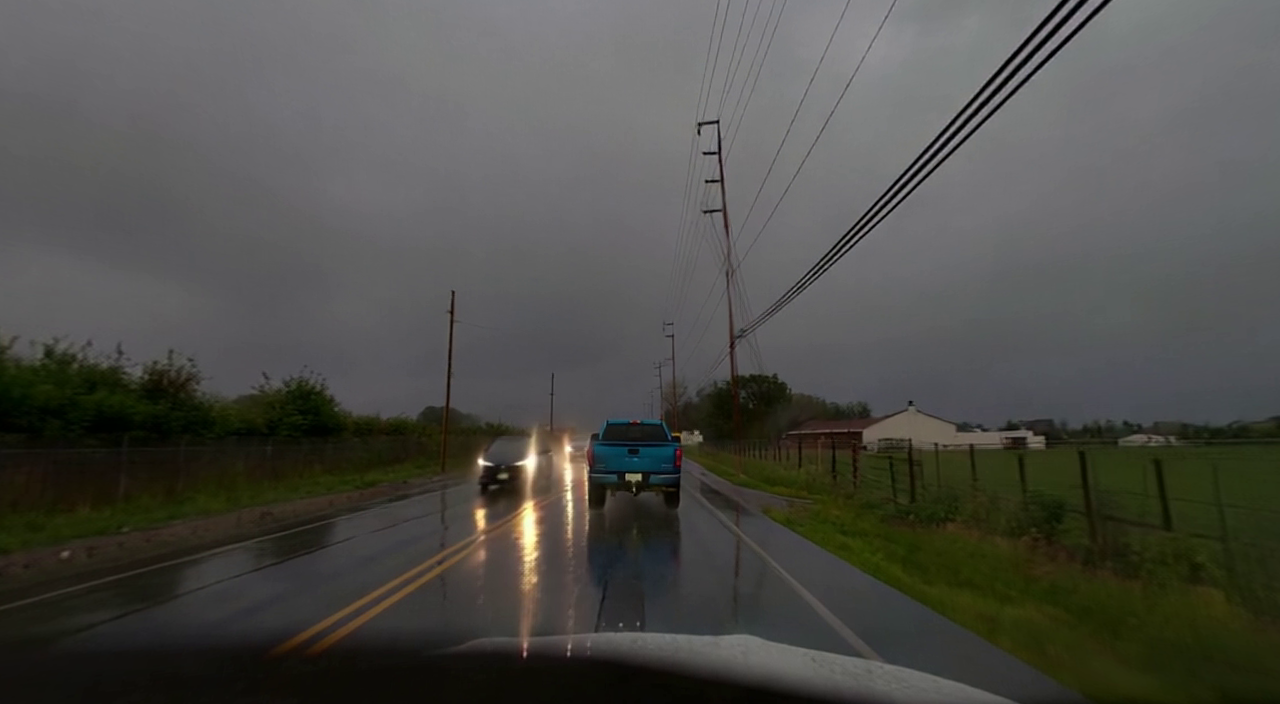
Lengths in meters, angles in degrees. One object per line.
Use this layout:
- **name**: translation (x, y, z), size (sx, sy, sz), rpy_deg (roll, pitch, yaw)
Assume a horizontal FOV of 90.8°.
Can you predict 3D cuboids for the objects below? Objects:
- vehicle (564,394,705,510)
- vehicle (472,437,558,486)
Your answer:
- **vehicle**: translation (-0.155, 2.350, 15.146), size (2.693, 2.223, 5.885), rpy_deg (0, -8, -1)
- **vehicle**: translation (-4.086, 3.654, 21.419), size (1.935, 1.489, 4.495), rpy_deg (0, -8, 1)
